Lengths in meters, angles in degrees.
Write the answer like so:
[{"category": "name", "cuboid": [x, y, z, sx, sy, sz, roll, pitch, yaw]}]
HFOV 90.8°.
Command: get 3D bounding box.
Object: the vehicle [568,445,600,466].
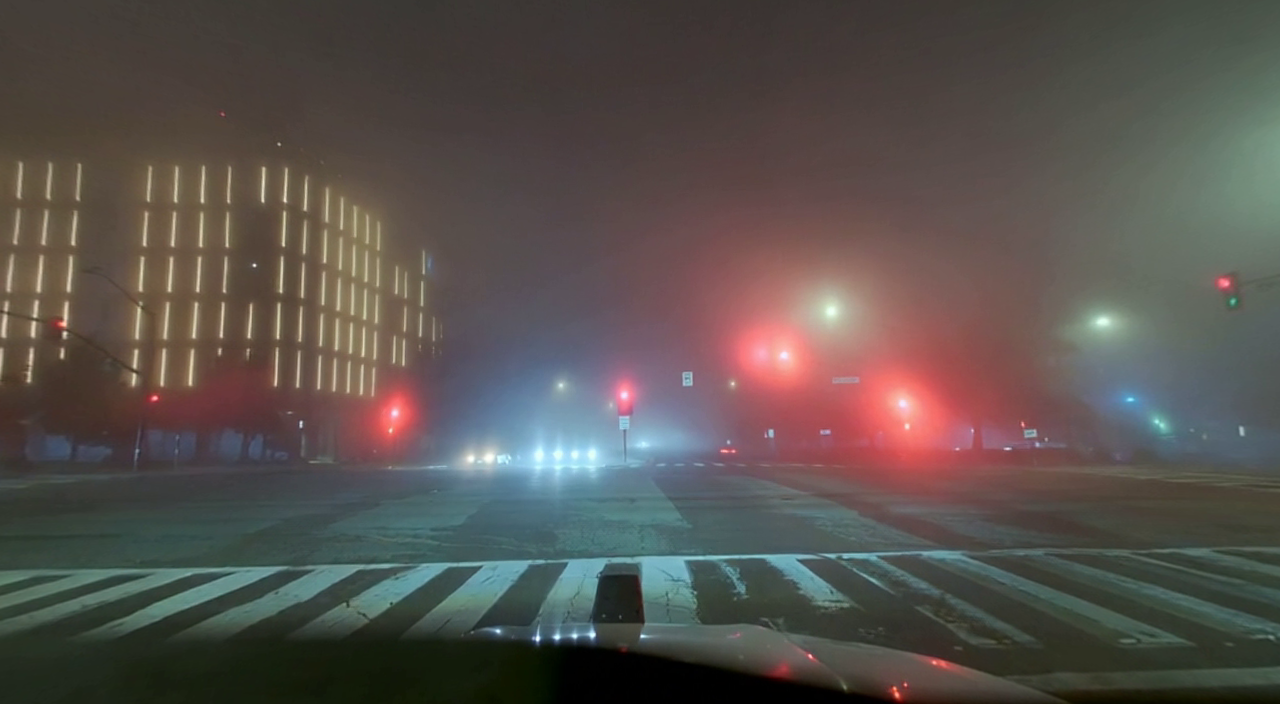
[{"category": "vehicle", "cuboid": [-4.338, 8.130, 49.752, 2.130, 1.613, 4.121, 0, -8, 0]}]
